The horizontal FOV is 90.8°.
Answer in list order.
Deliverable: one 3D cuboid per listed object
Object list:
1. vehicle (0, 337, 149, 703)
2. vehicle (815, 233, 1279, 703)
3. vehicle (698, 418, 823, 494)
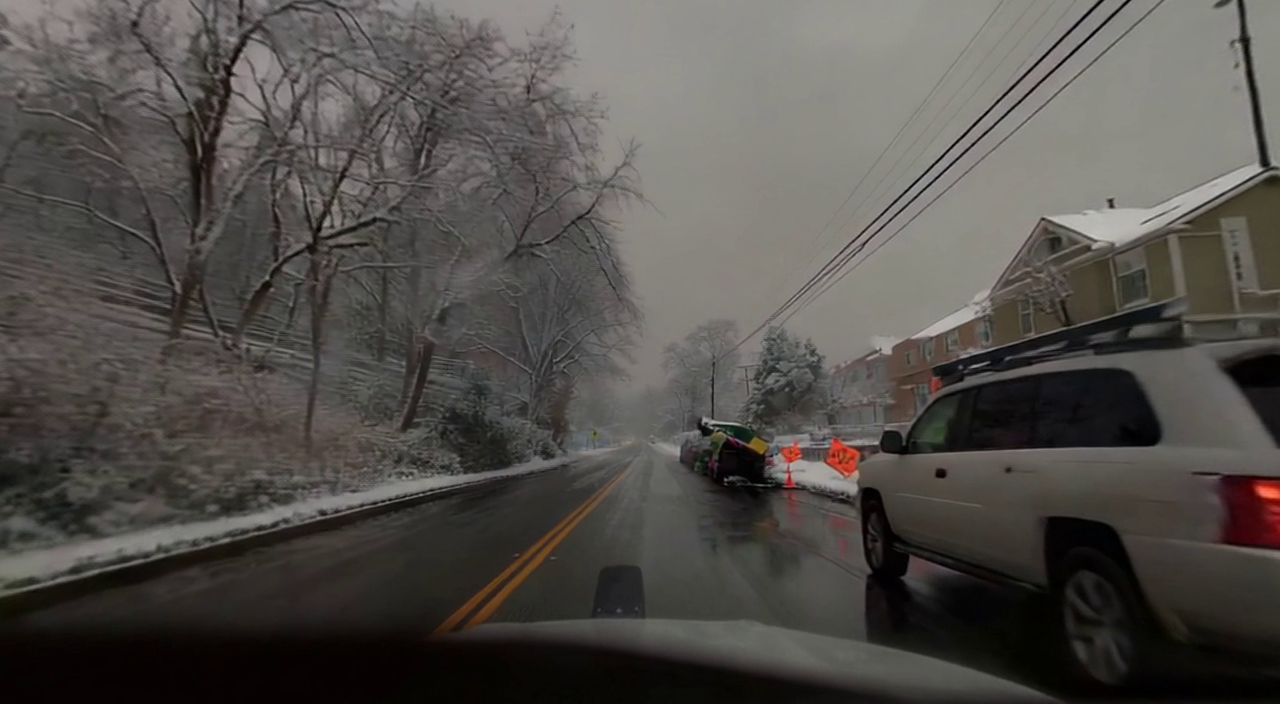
[{"bbox_3d":[-3.540,0.586,0.905,2.078,1.716,4.367,0,-8,1],"label":"vehicle"},{"bbox_3d":[3.605,1.058,5.135,2.759,2.114,6.152,-1,-9,2],"label":"vehicle"},{"bbox_3d":[3.553,3.304,20.360,2.617,2.020,6.531,0,-9,-1],"label":"vehicle"}]
